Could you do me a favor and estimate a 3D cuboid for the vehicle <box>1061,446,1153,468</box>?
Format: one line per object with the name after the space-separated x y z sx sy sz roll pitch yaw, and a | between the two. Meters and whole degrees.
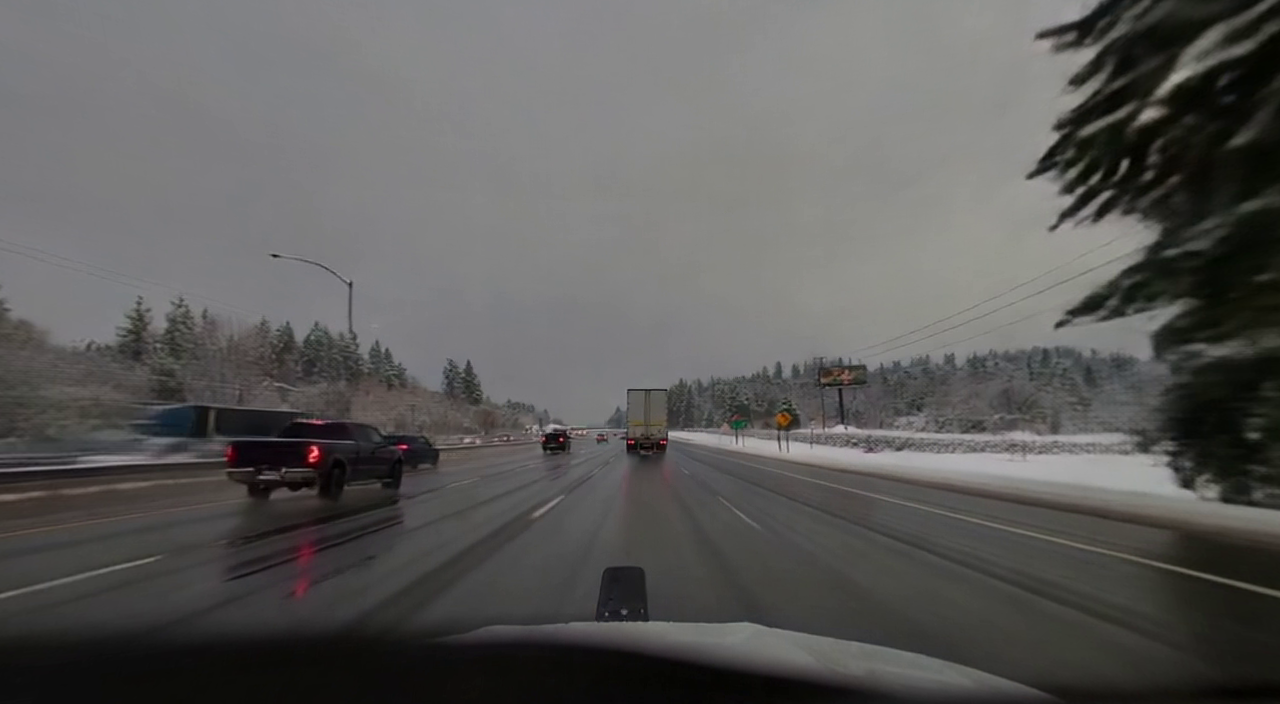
33.486 7.534 45.347 1.757 1.437 4.897 5 -10 -34 | vehicle

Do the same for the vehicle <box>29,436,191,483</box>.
-17.933 3.634 21.660 1.911 1.440 4.191 0 -8 0 | vehicle

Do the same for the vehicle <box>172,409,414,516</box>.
-7.049 2.319 13.759 2.197 1.847 5.364 0 -8 0 | vehicle

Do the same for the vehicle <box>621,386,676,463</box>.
0.633 4.585 38.557 2.879 4.027 11.243 -1 -8 2 | vehicle

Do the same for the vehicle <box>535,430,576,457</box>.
-6.430 7.041 48.765 2.263 1.936 5.802 0 -8 1 | vehicle
